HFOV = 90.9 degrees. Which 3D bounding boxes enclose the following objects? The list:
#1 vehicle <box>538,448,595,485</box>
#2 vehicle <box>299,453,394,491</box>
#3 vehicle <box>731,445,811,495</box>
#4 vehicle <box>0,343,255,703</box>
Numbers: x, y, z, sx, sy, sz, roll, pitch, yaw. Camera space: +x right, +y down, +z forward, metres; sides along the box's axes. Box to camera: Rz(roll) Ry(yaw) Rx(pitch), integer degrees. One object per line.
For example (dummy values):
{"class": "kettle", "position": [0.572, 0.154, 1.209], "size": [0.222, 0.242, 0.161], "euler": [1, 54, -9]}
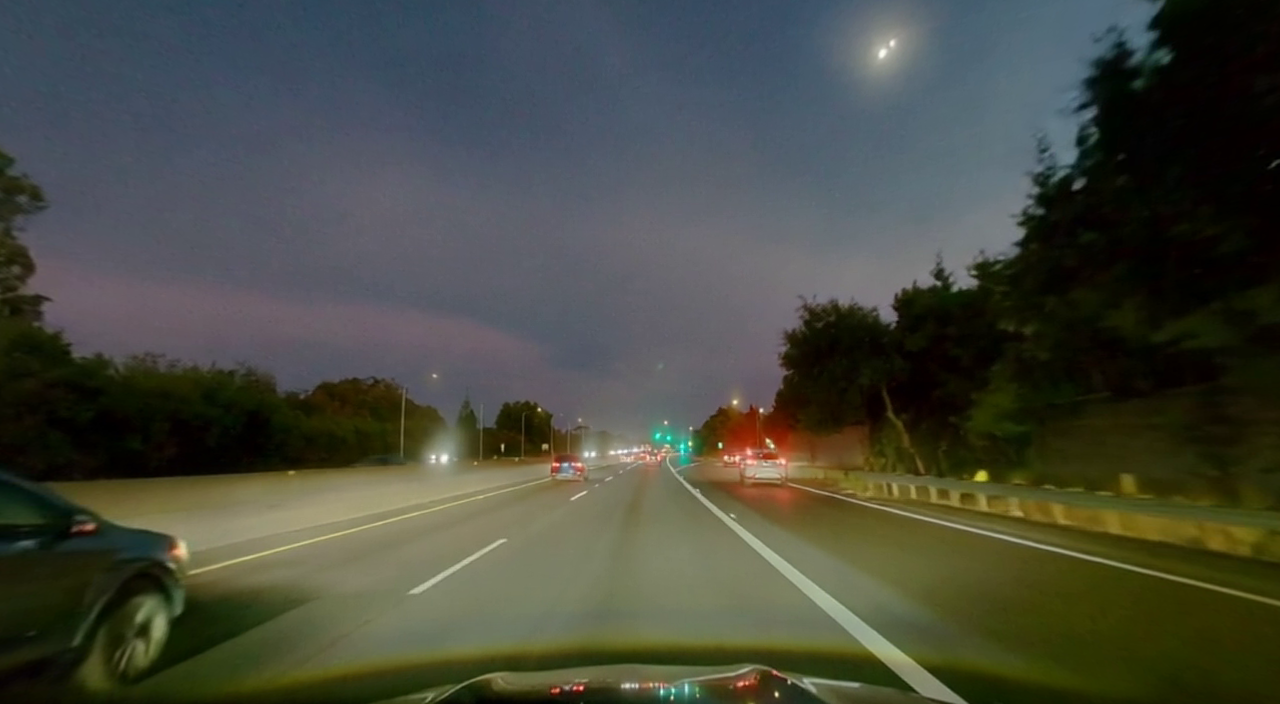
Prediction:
{"class": "vehicle", "position": [-3.227, 5.117, 28.443], "size": [1.997, 1.540, 3.906], "euler": [0, -9, 2]}
{"class": "vehicle", "position": [-12.639, 5.162, 27.493], "size": [1.979, 1.476, 4.417], "euler": [0, -9, 1]}
{"class": "vehicle", "position": [4.488, 4.113, 22.288], "size": [2.020, 1.548, 4.715], "euler": [0, -9, 3]}
{"class": "vehicle", "position": [-3.564, 0.712, 1.704], "size": [2.263, 1.696, 4.321], "euler": [0, -9, 0]}
